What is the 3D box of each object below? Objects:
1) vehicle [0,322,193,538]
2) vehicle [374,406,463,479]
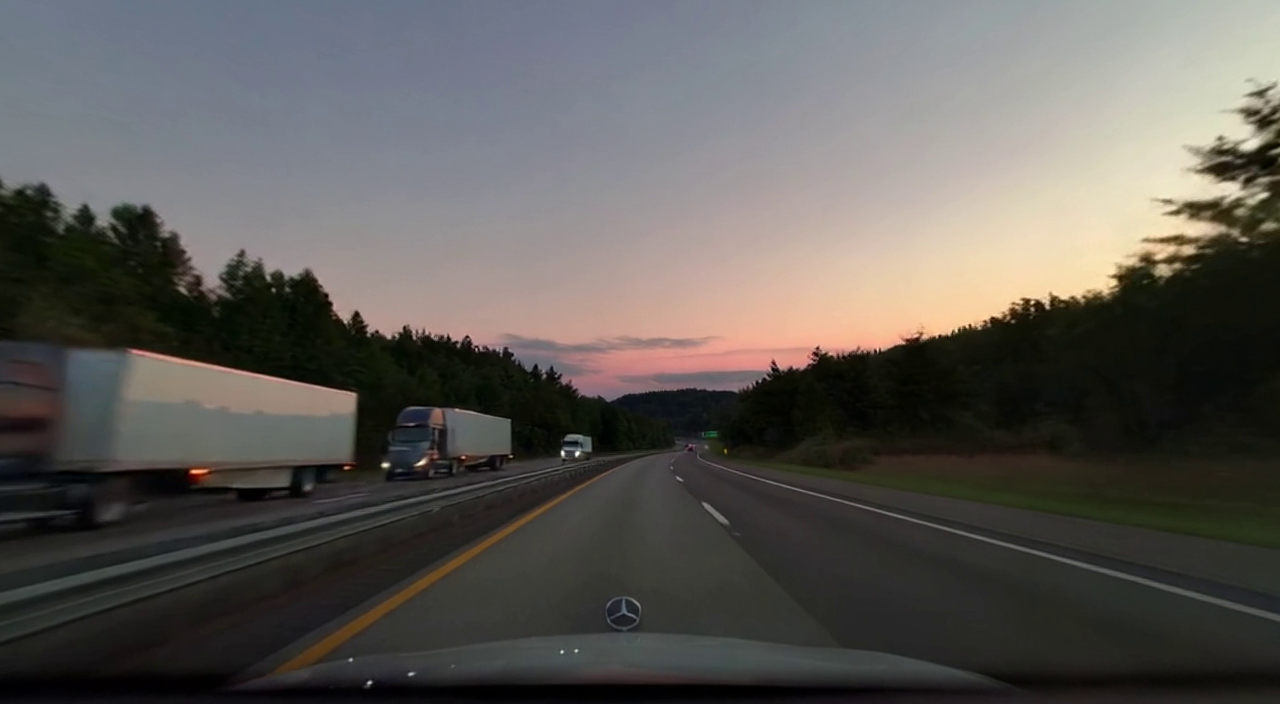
[{"bbox_3d":[-13.073,1.687,13.187,3.000,3.861,5.713,0,-9,0],"label":"vehicle"},{"bbox_3d":[-12.990,5.429,37.666,2.905,3.962,5.781,-1,-9,2],"label":"vehicle"}]
